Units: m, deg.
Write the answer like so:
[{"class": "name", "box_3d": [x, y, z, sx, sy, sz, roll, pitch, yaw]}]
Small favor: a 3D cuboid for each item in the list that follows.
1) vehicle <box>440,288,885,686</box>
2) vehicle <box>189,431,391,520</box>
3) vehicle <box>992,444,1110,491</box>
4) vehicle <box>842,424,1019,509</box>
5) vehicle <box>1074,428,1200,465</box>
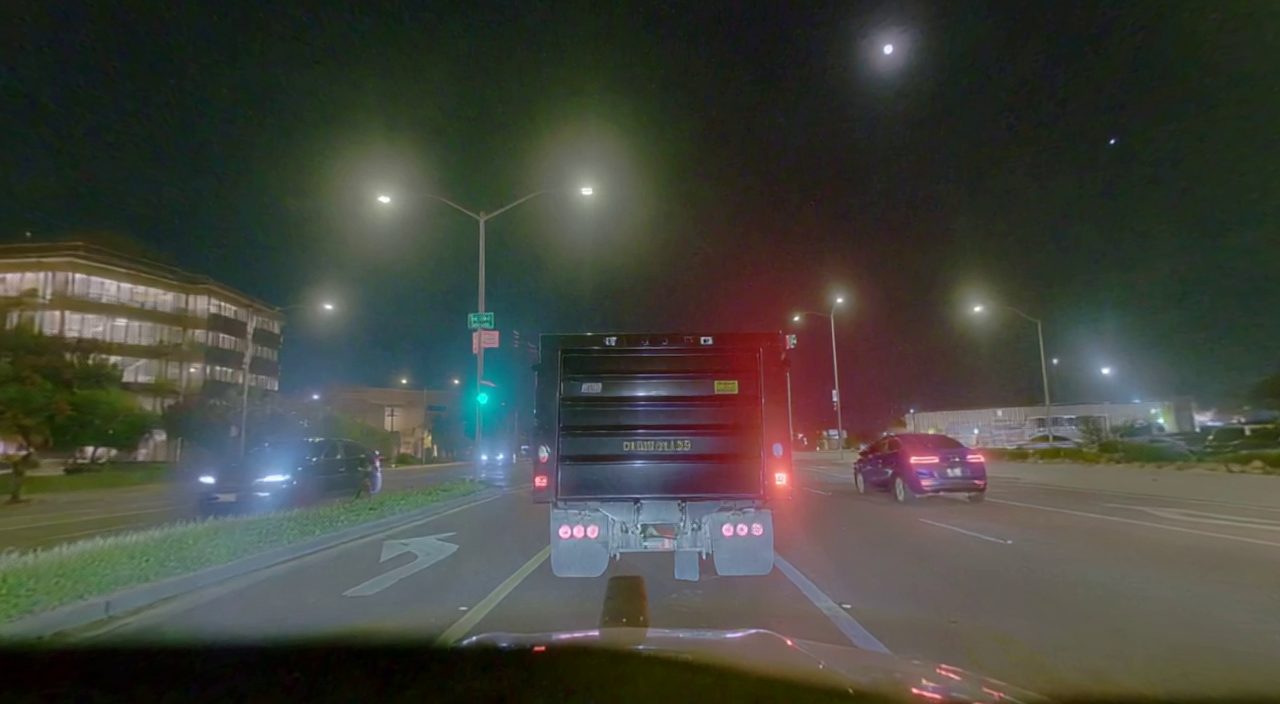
[{"class": "vehicle", "box_3d": [0.273, 1.297, 7.396, 2.650, 2.391, 7.008, -1, -8, 3]}, {"class": "vehicle", "box_3d": [-8.027, 2.849, 15.193, 2.052, 1.772, 4.838, -1, -8, 0]}, {"class": "vehicle", "box_3d": [14.300, 4.009, 22.207, 1.702, 1.475, 3.670, -1, -8, 1]}, {"class": "vehicle", "box_3d": [6.965, 2.800, 15.889, 2.160, 1.772, 4.883, -1, -8, 1]}, {"class": "vehicle", "box_3d": [23.112, 4.390, 29.435, 4.171, 1.614, 1.894, -1, -8, 1]}]
